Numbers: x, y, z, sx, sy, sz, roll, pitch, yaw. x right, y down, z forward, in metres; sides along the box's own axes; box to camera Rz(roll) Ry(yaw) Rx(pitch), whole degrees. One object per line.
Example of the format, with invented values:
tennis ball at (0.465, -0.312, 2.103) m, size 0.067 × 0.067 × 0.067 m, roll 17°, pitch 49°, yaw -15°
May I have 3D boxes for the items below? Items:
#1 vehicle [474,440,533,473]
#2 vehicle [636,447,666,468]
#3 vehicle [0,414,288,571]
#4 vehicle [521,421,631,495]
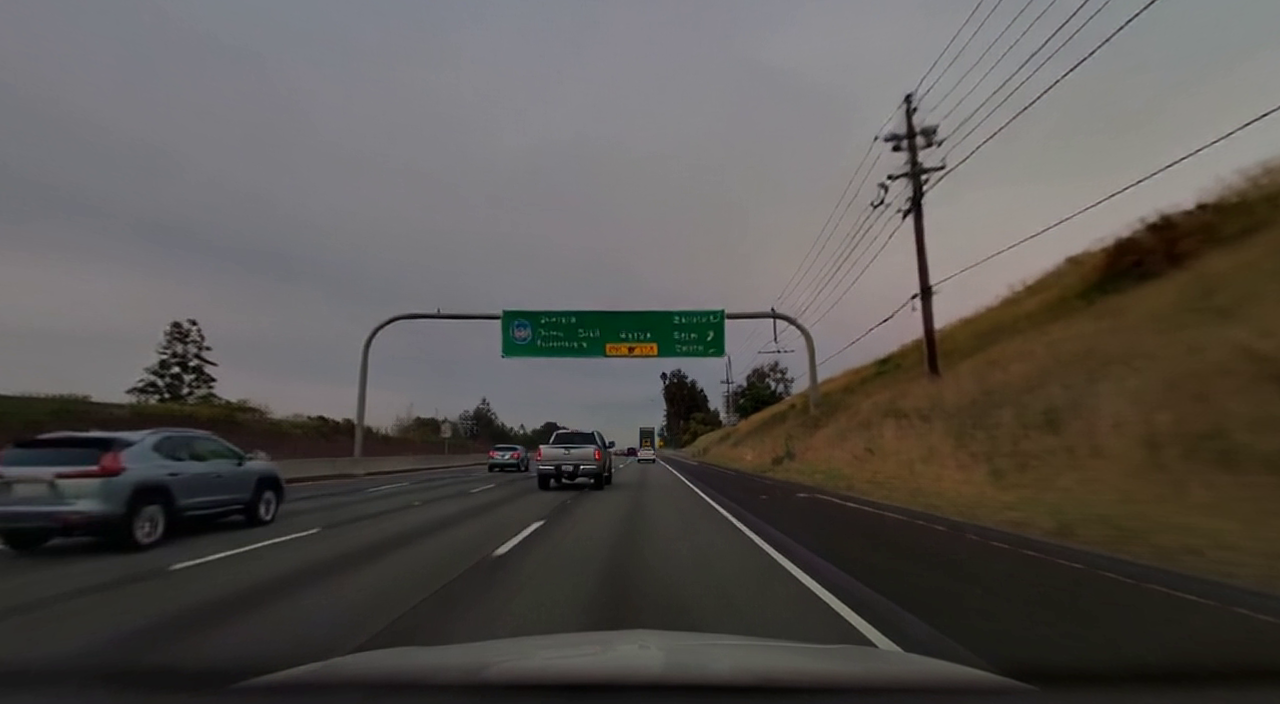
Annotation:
vehicle at (-7.408, 5.738, 34.796) m, size 2.143 × 1.688 × 4.776 m, roll 0°, pitch -9°, yaw 1°
vehicle at (0.762, 7.702, 46.184) m, size 2.025 × 1.485 × 4.310 m, roll 0°, pitch -9°, yaw -1°
vehicle at (-7.301, 1.800, 8.869) m, size 2.055 × 1.618 × 4.457 m, roll 0°, pitch -9°, yaw 1°
vehicle at (-1.858, 3.496, 21.086) m, size 2.972 × 2.087 × 6.126 m, roll 0°, pitch -9°, yaw 1°
